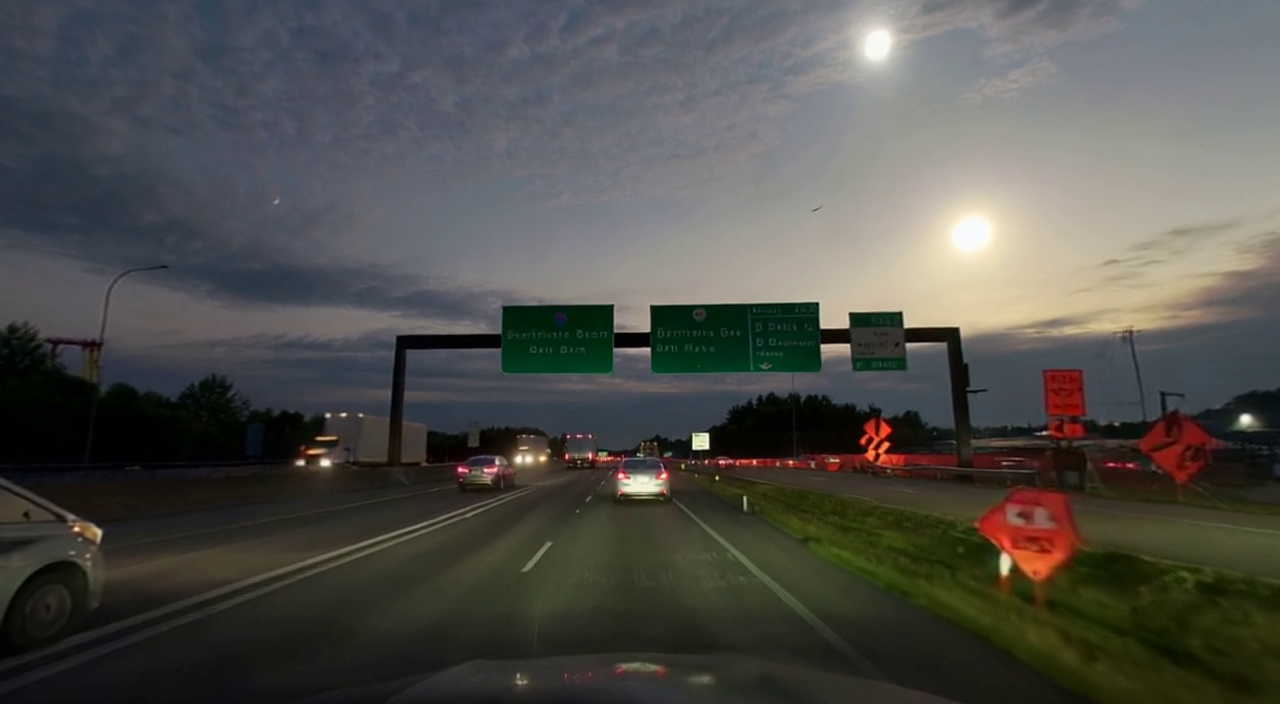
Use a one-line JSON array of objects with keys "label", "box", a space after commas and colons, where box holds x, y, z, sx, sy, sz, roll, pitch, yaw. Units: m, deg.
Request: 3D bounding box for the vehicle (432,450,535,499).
[{"label": "vehicle", "box": [-4.941, 3.943, 20.541, 2.063, 1.417, 4.000, -1, -9, 4]}]

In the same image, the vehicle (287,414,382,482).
[{"label": "vehicle", "box": [-19.355, 6.148, 40.273, 2.979, 3.948, 5.862, 0, -9, 0]}]

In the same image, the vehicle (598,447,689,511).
[{"label": "vehicle", "box": [0.064, 3.201, 16.237, 2.080, 1.451, 3.512, 0, -9, 0]}]
